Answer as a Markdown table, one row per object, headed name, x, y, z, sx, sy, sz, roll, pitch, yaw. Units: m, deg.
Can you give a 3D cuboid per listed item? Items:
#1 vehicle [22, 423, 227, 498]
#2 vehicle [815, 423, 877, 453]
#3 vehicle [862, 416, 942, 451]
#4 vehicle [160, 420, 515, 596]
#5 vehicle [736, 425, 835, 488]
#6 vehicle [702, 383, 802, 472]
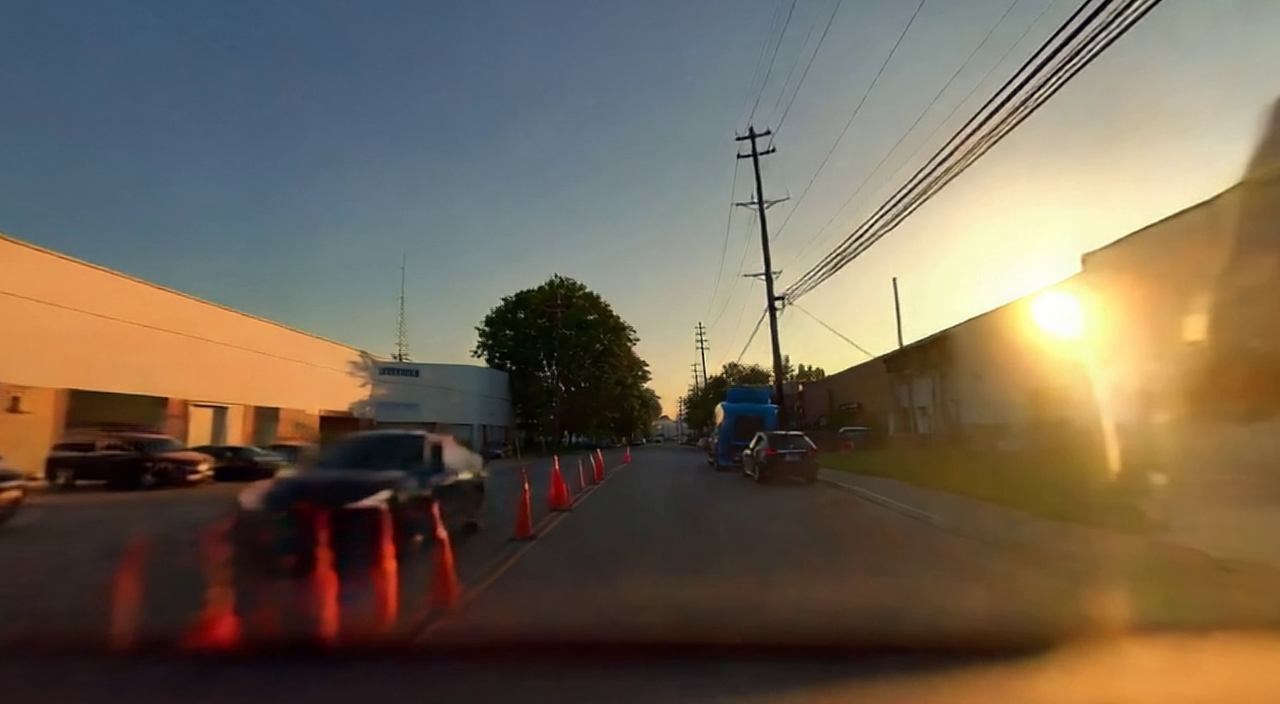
| name | x | y | z | sx | sy | sz | roll | pitch | yaw |
| --- | --- | --- | --- | --- | --- | --- | --- | --- | --- |
| vehicle | -16.344 | 3.519 | 20.598 | 2.150 | 1.999 | 5.425 | 3 | -9 | -2 |
| vehicle | 12.429 | 5.254 | 38.502 | 1.913 | 1.672 | 4.770 | 0 | -8 | -3 |
| vehicle | 20.274 | 6.316 | 49.082 | 5.359 | 2.321 | 2.243 | 2 | -7 | 9 |
| vehicle | -3.043 | 1.661 | 7.695 | 1.988 | 1.479 | 4.485 | -1 | -8 | 2 |
| vehicle | 4.316 | 3.182 | 19.546 | 1.892 | 1.696 | 4.332 | 0 | -8 | -2 |
| vehicle | 4.486 | 3.342 | 27.105 | 3.058 | 3.269 | 7.674 | 0 | -9 | 2 |
